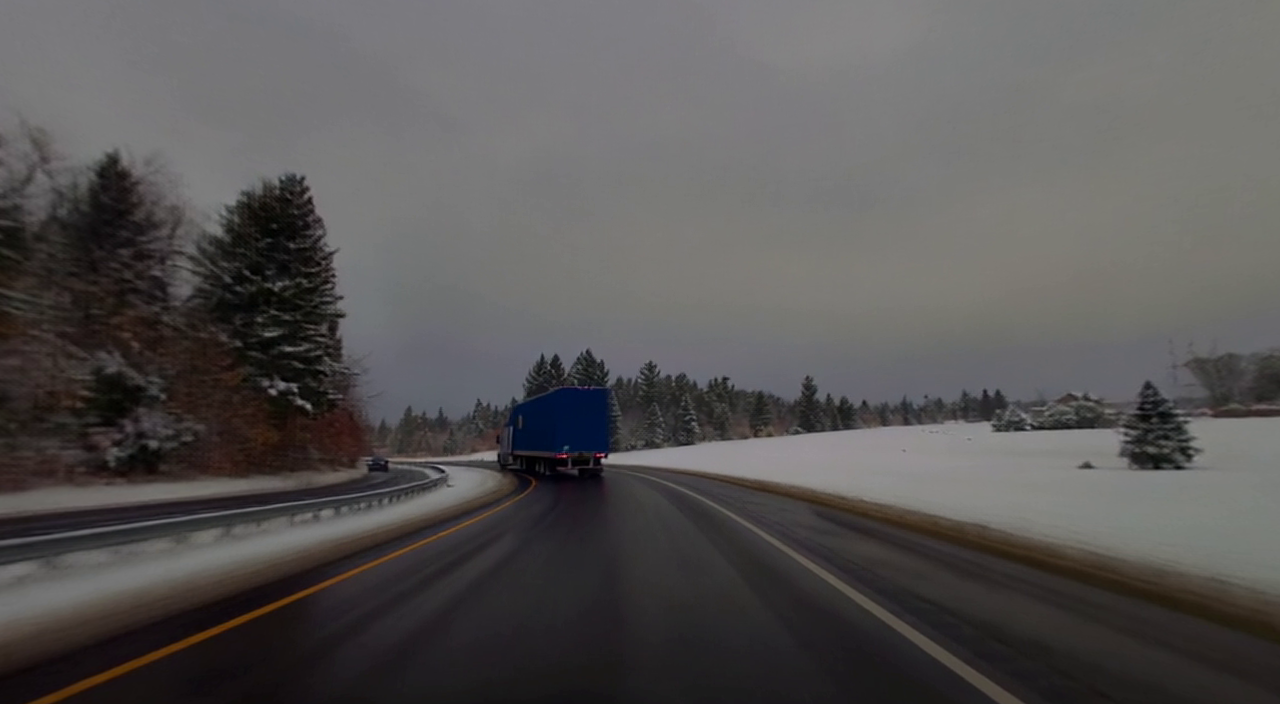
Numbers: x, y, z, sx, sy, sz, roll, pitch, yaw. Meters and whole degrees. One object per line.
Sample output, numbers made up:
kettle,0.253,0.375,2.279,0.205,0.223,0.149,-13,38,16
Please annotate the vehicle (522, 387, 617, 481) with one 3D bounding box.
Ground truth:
vehicle,-4.440,4.551,35.319,3.087,4.178,13.682,0,-7,-16
